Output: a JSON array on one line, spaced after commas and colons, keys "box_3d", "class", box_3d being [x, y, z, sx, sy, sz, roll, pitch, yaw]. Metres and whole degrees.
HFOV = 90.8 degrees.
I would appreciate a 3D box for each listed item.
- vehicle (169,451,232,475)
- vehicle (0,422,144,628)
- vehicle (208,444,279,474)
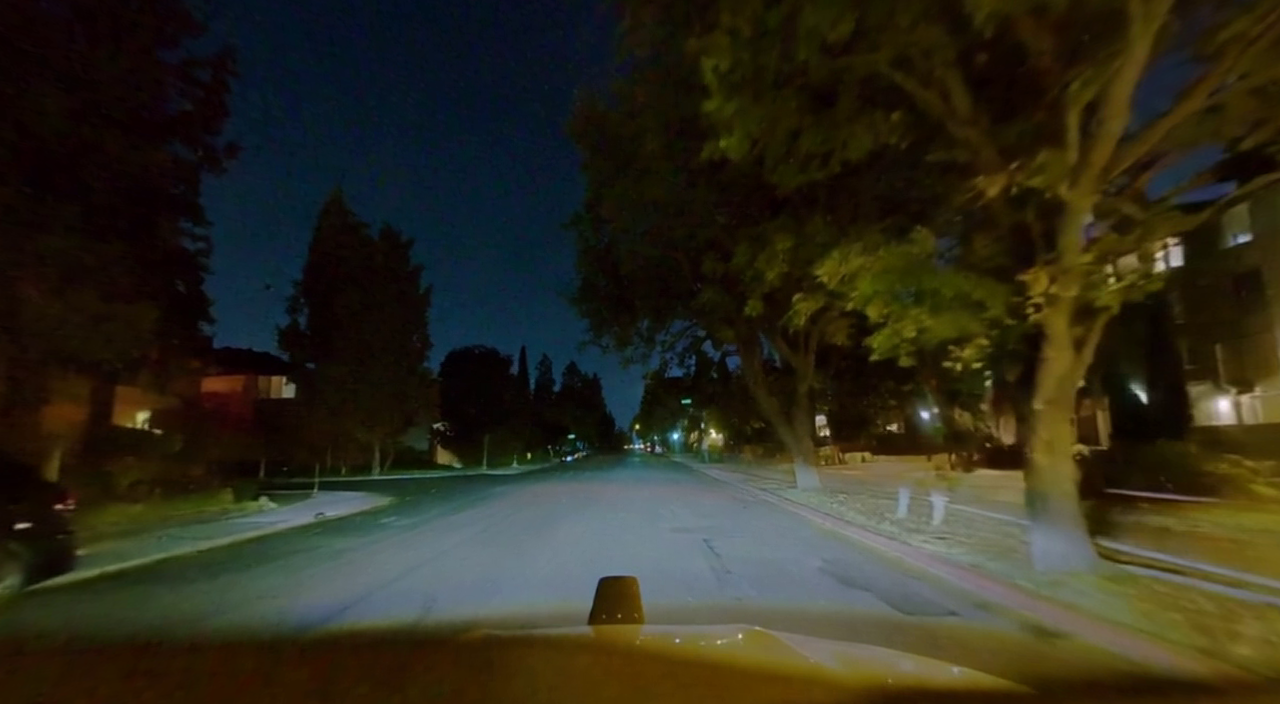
[{"box_3d": [-30.730, 7.743, 44.338, 1.858, 1.538, 4.217, 1, -9, -8], "class": "vehicle"}, {"box_3d": [-6.485, 1.321, 4.350, 2.078, 1.745, 5.119, 0, -9, -2], "class": "vehicle"}, {"box_3d": [-27.894, 7.523, 44.670, 1.906, 2.020, 5.006, 0, -9, -3], "class": "vehicle"}]
